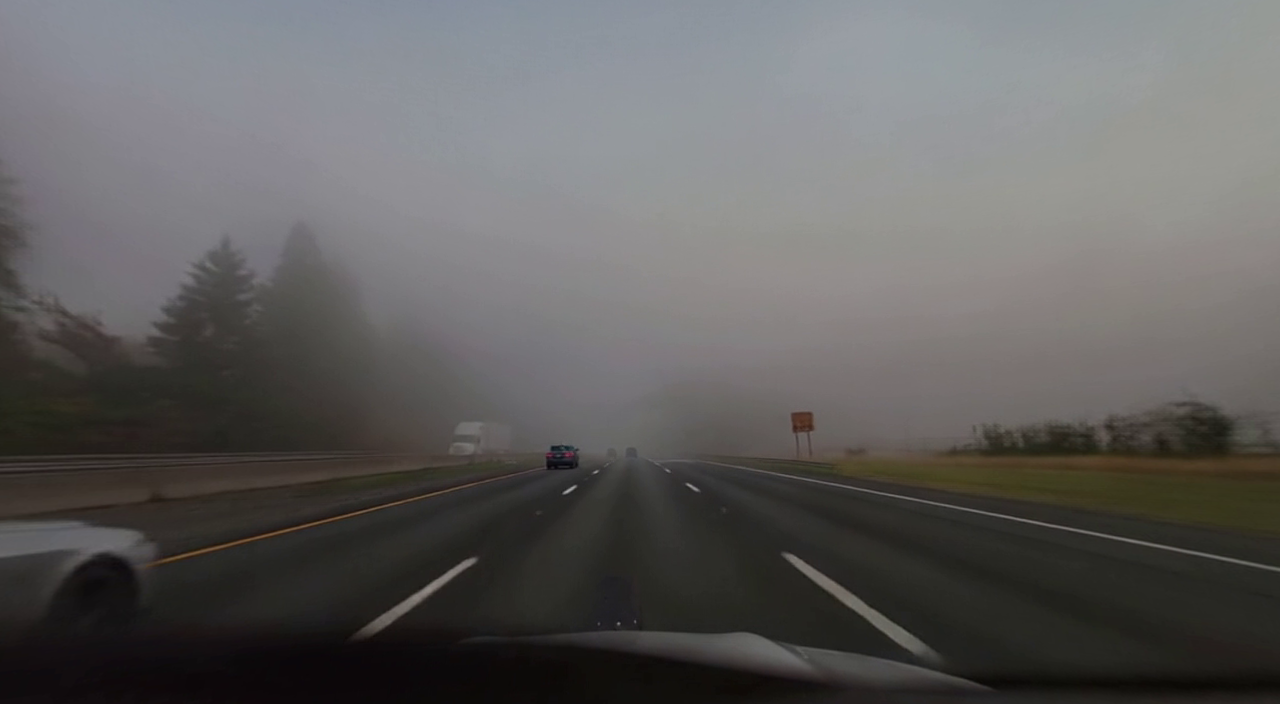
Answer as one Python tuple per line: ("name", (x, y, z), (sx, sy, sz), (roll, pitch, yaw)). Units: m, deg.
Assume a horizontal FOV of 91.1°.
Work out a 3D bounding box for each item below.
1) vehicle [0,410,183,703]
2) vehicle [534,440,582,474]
("vehicle", (-4.174, 0.898, 2.093), (2.018, 1.497, 4.399), (0, -9, -1))
("vehicle", (-4.464, 5.797, 34.932), (2.111, 1.717, 4.426), (0, -9, 0))
